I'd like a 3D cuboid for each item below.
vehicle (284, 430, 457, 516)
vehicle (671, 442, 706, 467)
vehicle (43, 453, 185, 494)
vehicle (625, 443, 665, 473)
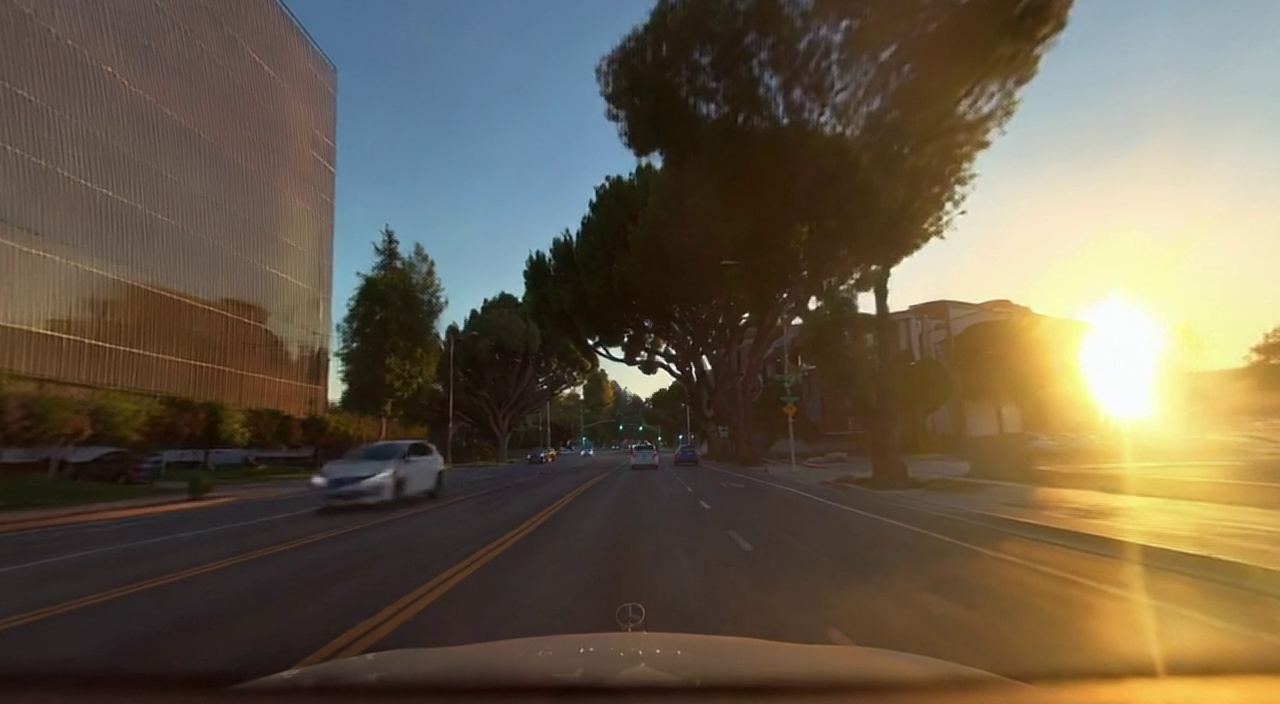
[{"bbox_3d":[-6.473,2.956,15.884,2.247,1.825,4.618,0,-9,1],"label":"vehicle"},{"bbox_3d":[3.560,7.653,47.142,2.189,1.766,4.495,0,-9,0],"label":"vehicle"},{"bbox_3d":[-22.454,5.174,27.032,4.330,1.656,2.001,0,-9,3],"label":"vehicle"},{"bbox_3d":[0.293,5.939,35.500,2.109,1.612,3.963,0,-9,1],"label":"vehicle"}]
